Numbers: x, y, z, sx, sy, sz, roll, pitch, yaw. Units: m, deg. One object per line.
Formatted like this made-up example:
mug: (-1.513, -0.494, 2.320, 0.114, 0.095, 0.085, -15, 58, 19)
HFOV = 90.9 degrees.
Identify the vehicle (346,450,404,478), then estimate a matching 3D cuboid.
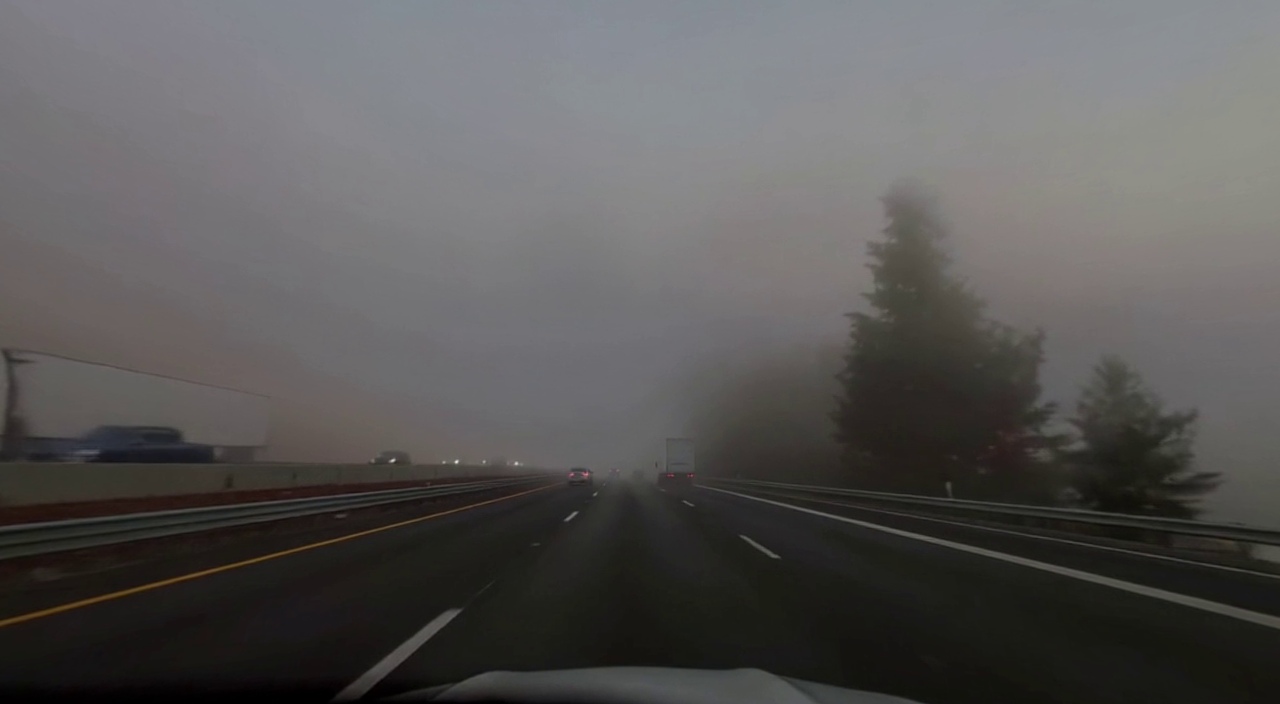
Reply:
vehicle: (-16.175, 6.889, 38.656, 1.854, 1.582, 3.969, 1, -11, -2)

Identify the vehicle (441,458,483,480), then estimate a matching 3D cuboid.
vehicle: (-12.584, 8.303, 44.768, 1.850, 1.415, 4.233, 1, -11, -2)

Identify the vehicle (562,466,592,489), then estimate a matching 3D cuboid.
vehicle: (-4.381, 8.823, 44.302, 1.868, 1.485, 3.770, 1, -11, -2)

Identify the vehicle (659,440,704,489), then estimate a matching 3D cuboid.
vehicle: (3.097, 8.770, 49.172, 2.738, 3.456, 7.520, 1, -11, -2)

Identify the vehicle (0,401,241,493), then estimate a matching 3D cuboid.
vehicle: (-12.030, 2.305, 14.807, 2.058, 1.786, 4.890, 1, -11, -1)
